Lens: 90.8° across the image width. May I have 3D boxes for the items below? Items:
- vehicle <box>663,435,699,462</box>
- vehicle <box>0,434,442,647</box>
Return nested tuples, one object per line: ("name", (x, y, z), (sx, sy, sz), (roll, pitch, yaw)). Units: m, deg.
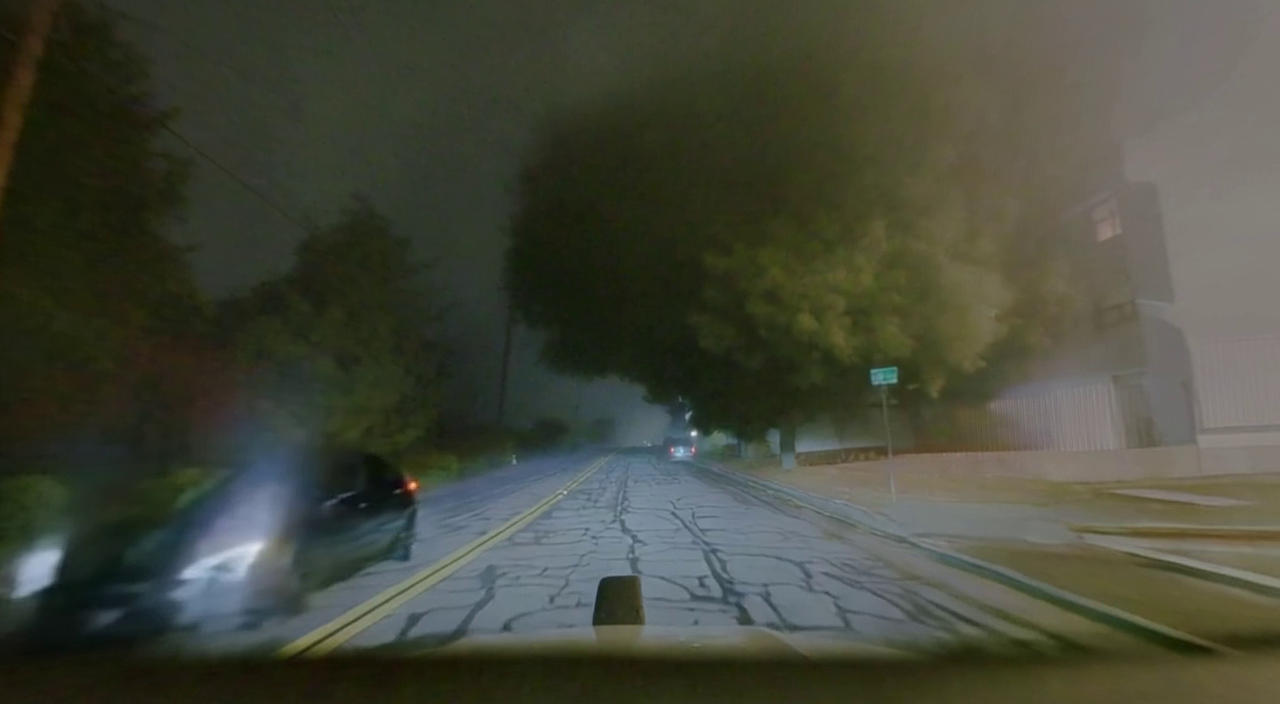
("vehicle", (2.769, 6.638, 43.491), (2.086, 1.726, 4.384), (0, -8, -1))
("vehicle", (-3.702, 1.635, 6.568), (1.959, 1.473, 4.115), (0, -8, 0))
